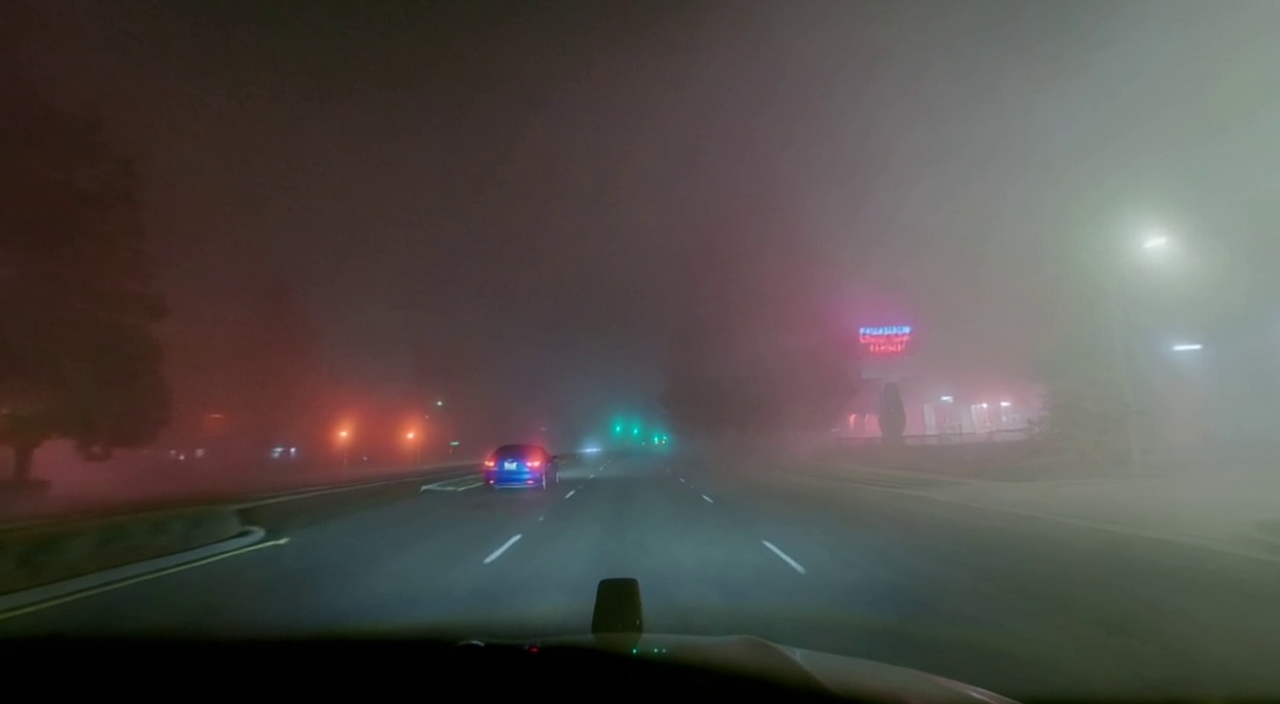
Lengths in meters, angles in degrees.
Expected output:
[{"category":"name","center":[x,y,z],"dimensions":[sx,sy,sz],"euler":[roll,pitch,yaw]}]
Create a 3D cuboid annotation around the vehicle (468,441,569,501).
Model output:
[{"category":"vehicle","center":[-3.306,3.310,18.061],"dimensions":[2.005,1.477,4.169],"euler":[-1,-8,1]}]
